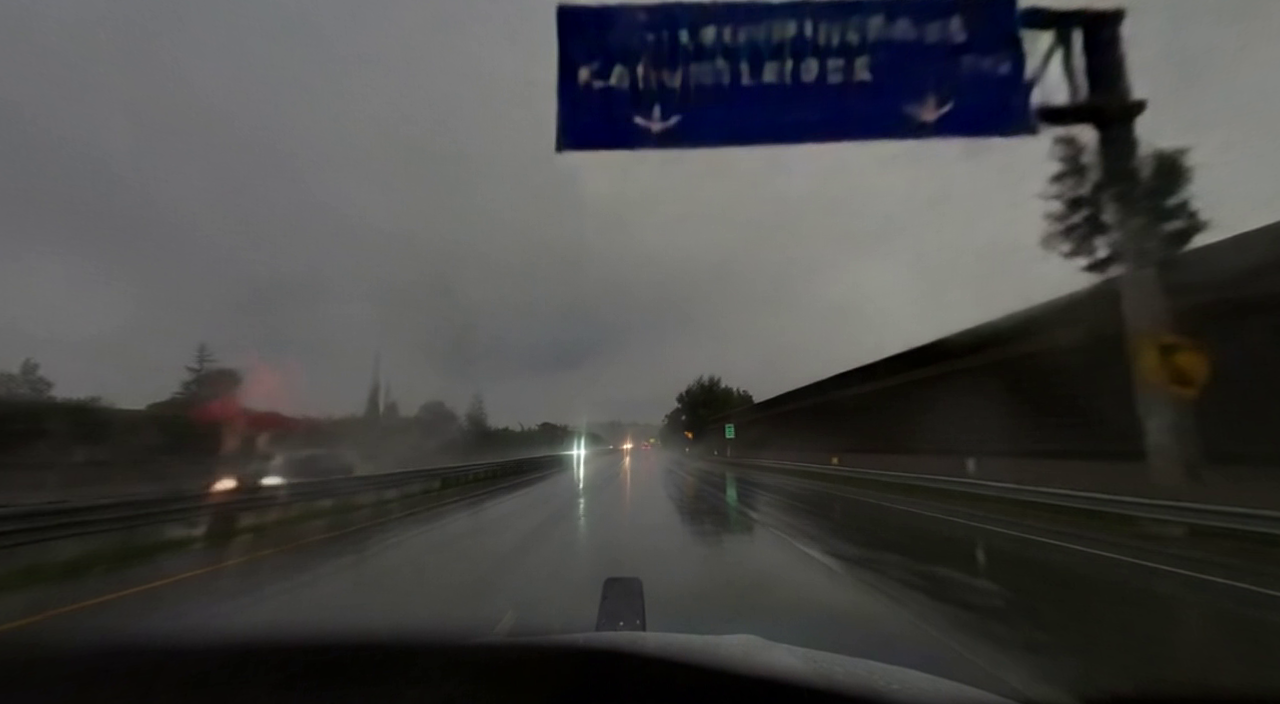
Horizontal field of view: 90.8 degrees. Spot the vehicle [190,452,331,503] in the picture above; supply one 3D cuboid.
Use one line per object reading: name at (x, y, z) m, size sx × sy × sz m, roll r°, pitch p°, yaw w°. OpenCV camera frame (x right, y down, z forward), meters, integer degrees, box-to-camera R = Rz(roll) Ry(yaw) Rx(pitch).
vehicle at (-12.346, 4.076, 20.928) m, size 1.944 × 1.473 × 4.398 m, roll 0°, pitch -9°, yaw 0°
